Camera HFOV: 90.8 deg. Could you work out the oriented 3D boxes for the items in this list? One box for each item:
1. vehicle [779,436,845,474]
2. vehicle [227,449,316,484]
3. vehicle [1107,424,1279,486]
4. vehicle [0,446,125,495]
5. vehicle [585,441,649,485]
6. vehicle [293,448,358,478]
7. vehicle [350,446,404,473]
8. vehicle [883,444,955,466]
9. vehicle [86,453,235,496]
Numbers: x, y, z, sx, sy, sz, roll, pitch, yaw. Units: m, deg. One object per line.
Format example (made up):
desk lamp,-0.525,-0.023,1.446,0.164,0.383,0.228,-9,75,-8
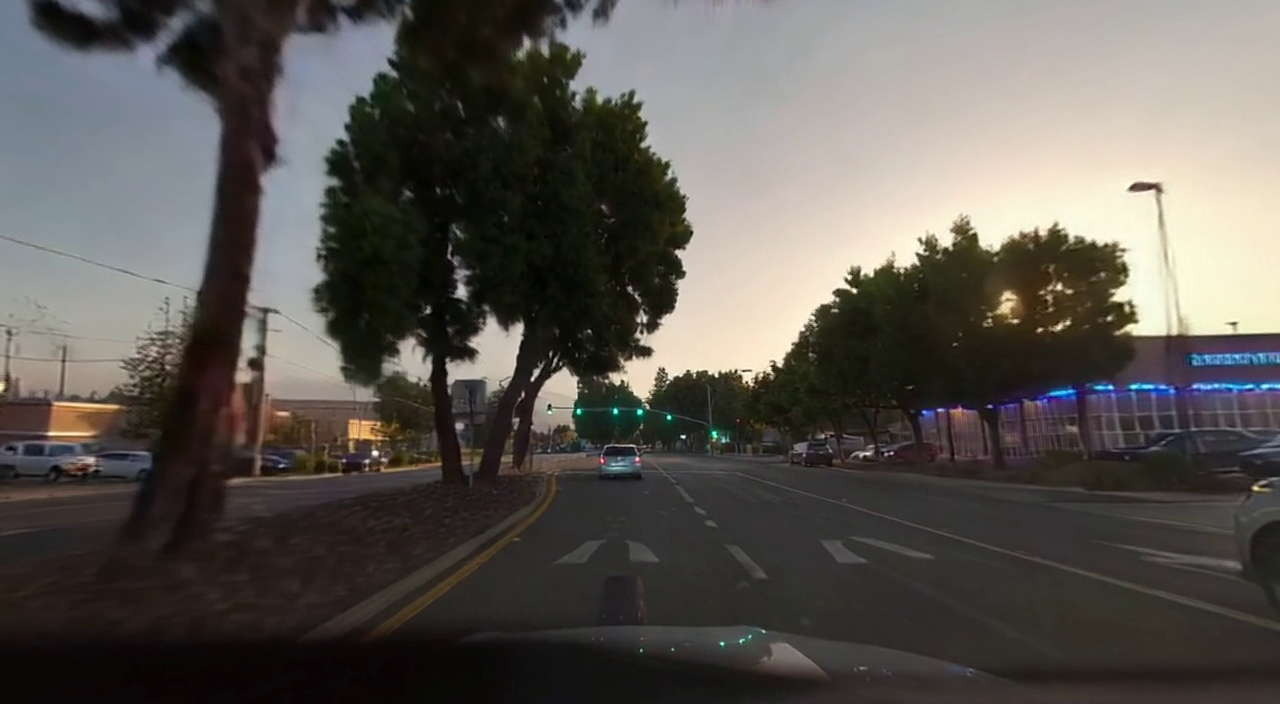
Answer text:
vehicle,10.198,6.175,38.073,2.266,2.118,5.742,0,-9,-1
vehicle,-19.187,5.953,33.145,1.896,1.620,4.542,-2,-8,1
vehicle,18.801,3.361,20.873,2.253,1.771,5.722,0,-9,-2
vehicle,-24.220,4.786,26.007,1.985,1.821,4.774,0,-9,-1
vehicle,-0.897,4.093,23.616,2.185,1.473,3.925,0,-9,-3
vehicle,-19.399,6.859,39.249,1.905,1.698,4.408,0,-9,-3
vehicle,-19.112,7.818,46.187,2.027,1.831,4.644,0,-9,-1
vehicle,19.417,7.157,43.976,4.212,1.436,1.919,-6,-10,34
vehicle,-19.322,4.929,25.852,2.083,1.481,5.103,0,-9,0
